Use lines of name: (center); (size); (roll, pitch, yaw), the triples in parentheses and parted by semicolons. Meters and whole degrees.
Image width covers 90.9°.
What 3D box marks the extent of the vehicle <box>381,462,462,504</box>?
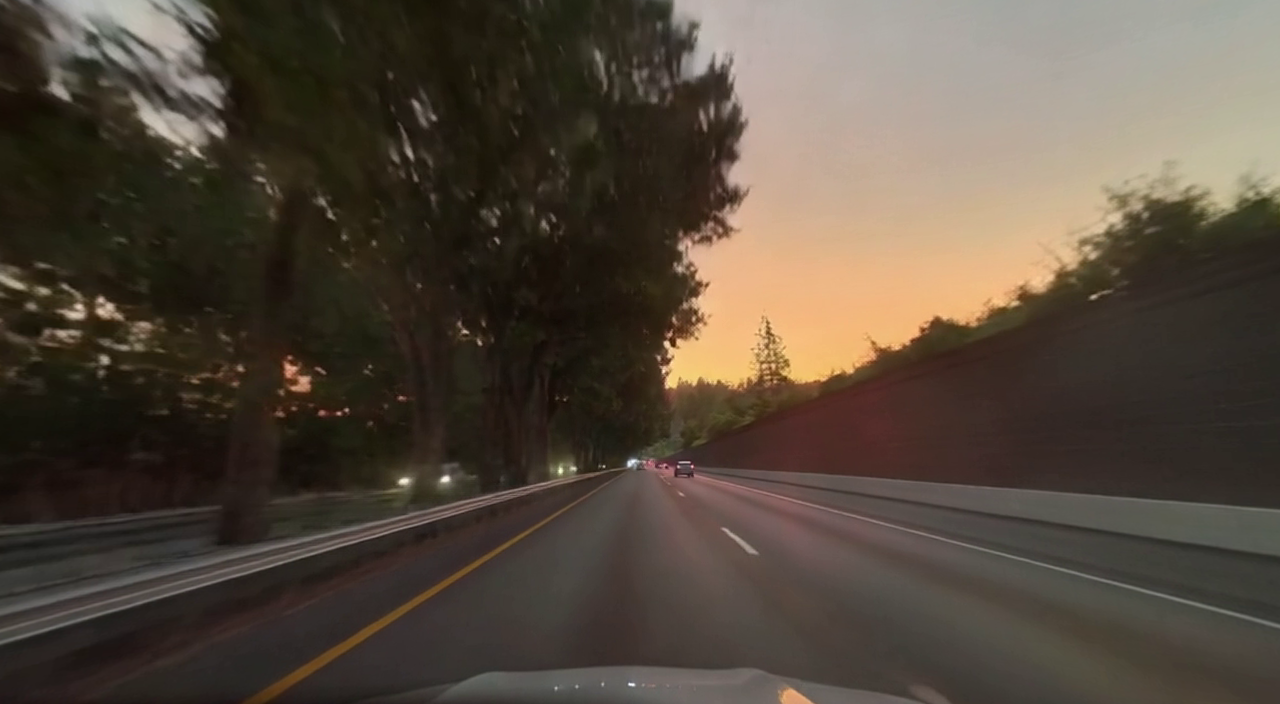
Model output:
vehicle: (-7.929, 4.780, 23.215); (1.680, 1.405, 3.585); (1, -10, 0)
